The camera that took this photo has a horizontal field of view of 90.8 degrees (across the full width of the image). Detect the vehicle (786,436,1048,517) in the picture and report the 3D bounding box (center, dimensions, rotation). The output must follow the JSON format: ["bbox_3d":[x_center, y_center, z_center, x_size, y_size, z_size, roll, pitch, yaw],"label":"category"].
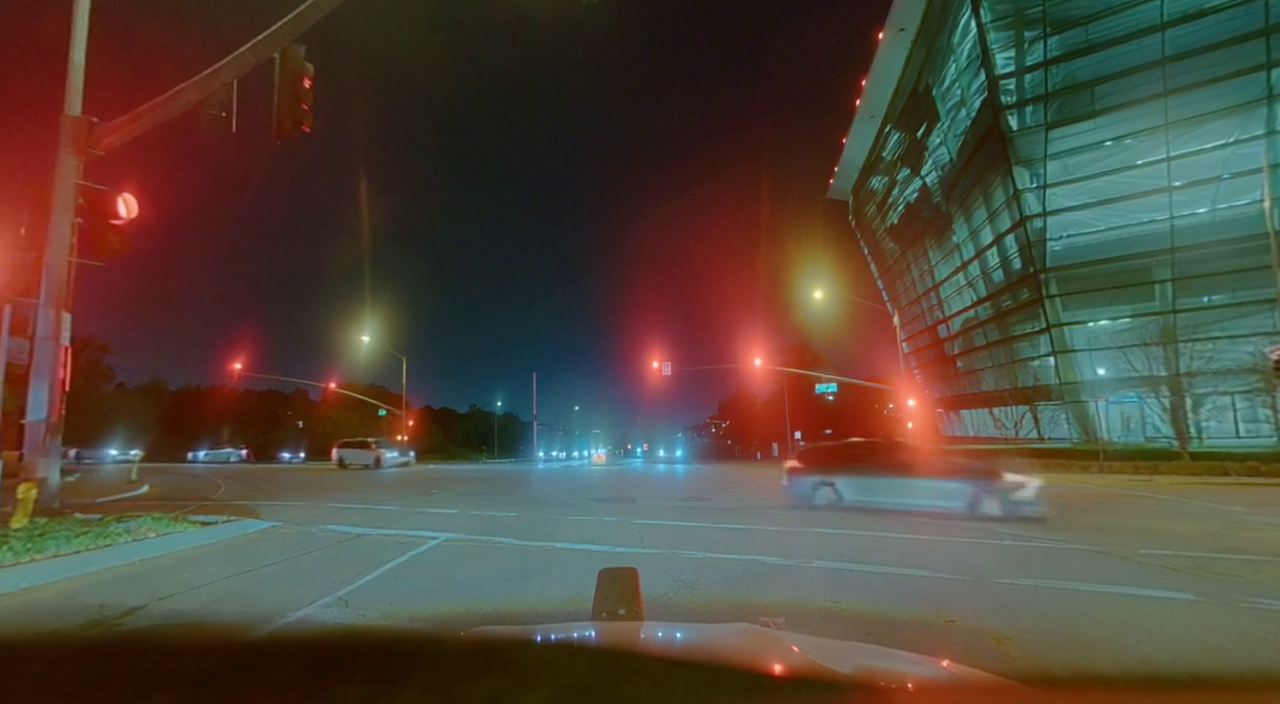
[{"bbox_3d":[5.842,2.593,13.693,4.798,1.461,1.939,-7,-11,37],"label":"vehicle"}]

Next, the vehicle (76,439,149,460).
[{"bbox_3d":[-41.502,7.661,49.684,5.408,1.505,2.091,-4,-9,24],"label":"vehicle"}]

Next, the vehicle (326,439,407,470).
[{"bbox_3d":[-14.277,5.313,32.905,4.110,1.511,1.883,-6,-10,34],"label":"vehicle"}]
